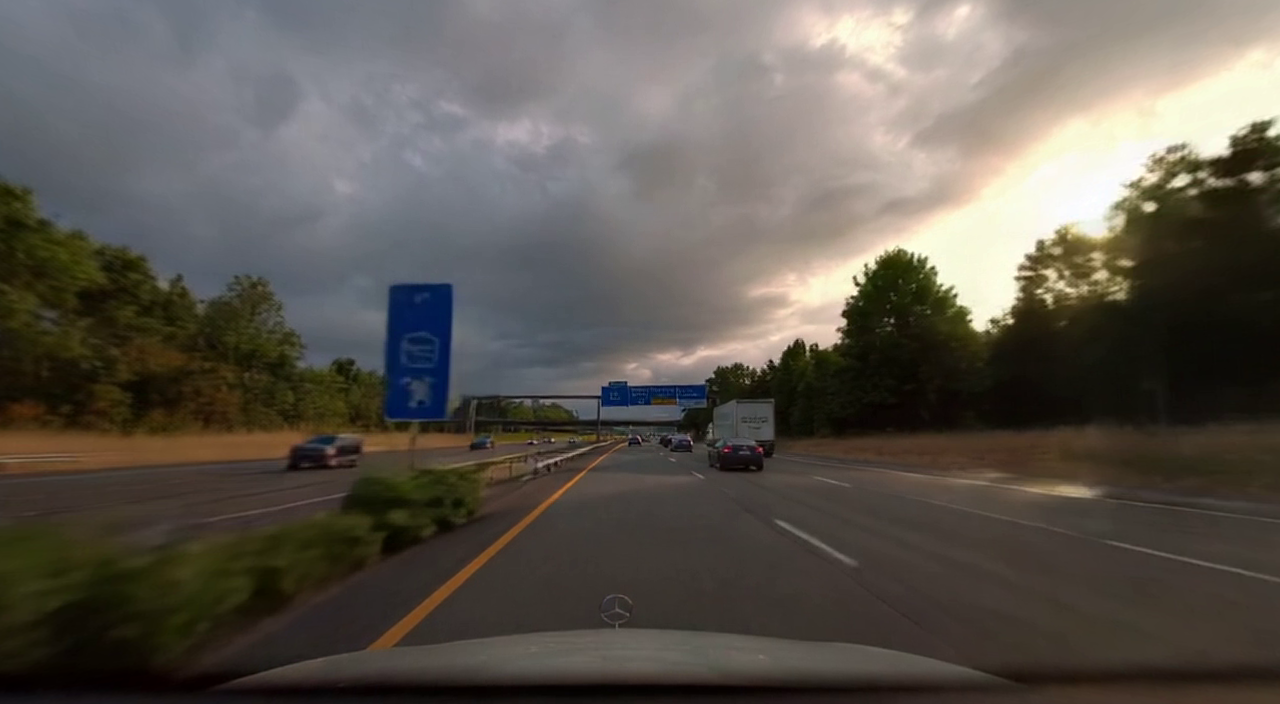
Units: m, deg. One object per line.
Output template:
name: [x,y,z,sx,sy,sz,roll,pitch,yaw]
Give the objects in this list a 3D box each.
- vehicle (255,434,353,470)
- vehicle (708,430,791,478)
vehicle: [-15.438,4.601,29.287,1.876,1.505,4.819,0,-8,0]
vehicle: [3.766,3.593,22.614,1.986,1.501,4.529,0,-8,-2]
